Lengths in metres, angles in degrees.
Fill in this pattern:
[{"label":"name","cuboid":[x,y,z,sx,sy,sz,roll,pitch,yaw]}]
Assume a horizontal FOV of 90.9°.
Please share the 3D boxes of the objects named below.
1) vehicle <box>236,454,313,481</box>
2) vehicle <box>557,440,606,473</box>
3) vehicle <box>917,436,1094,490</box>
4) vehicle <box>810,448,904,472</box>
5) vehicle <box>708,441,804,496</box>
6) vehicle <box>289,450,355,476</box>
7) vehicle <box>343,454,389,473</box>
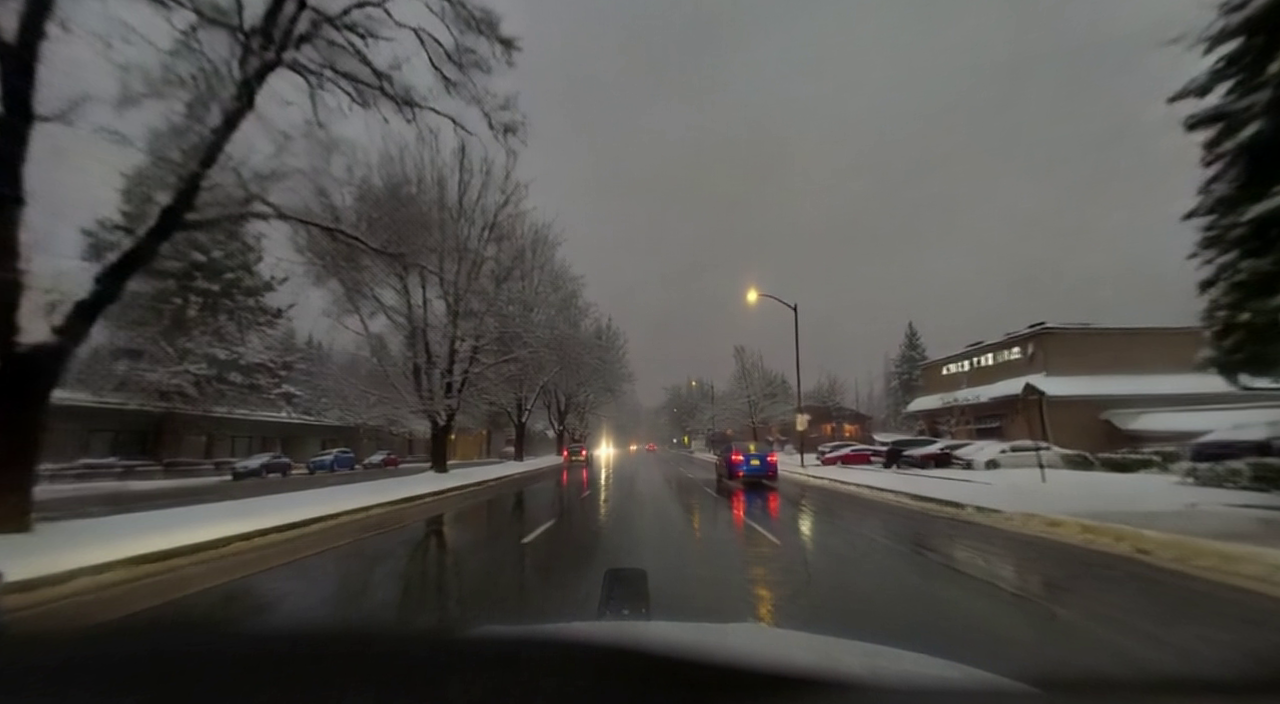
[{"label":"vehicle","cuboid":[-21.606,6.811,37.457,1.799,1.465,4.390,-1,-9,2]},{"label":"vehicle","cuboid":[-3.026,5.531,33.505,2.113,1.626,4.129,0,-9,1]},{"label":"vehicle","cuboid":[13.583,4.119,23.629,5.342,1.867,2.147,1,-8,-6]},{"label":"vehicle","cuboid":[12.814,6.403,37.406,4.757,1.327,2.062,0,-8,-2]},{"label":"vehicle","cuboid":[3.387,3.503,19.371,2.083,1.474,4.360,0,-9,-1]},{"label":"vehicle","cuboid":[-21.603,7.573,43.080,2.029,1.636,4.549,0,-9,2]},{"label":"vehicle","cuboid":[-21.596,8.802,49.834,1.838,1.351,3.904,0,-9,0]}]
